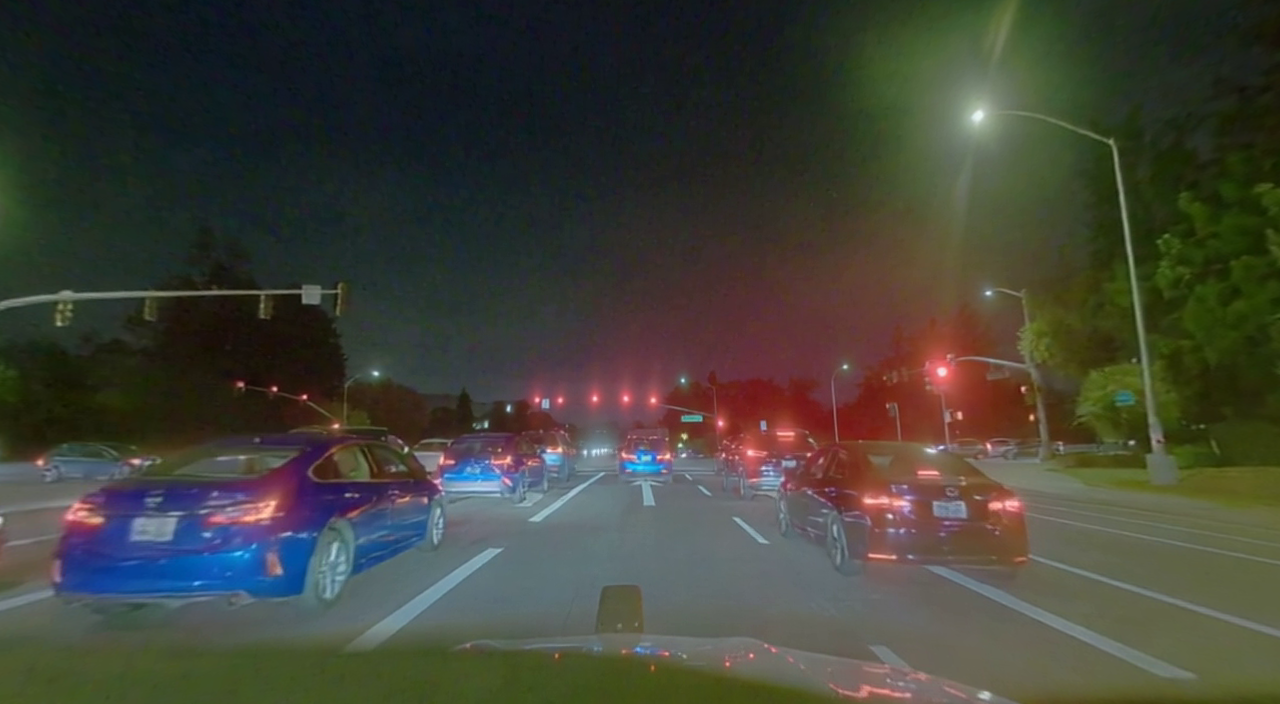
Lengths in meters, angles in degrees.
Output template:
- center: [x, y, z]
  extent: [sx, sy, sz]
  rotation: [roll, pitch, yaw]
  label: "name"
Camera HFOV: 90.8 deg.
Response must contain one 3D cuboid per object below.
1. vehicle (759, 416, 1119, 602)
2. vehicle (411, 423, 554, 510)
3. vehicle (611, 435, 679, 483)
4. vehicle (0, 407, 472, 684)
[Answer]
- center: [2.837, 1.609, 7.401]
  extent: [2.002, 1.474, 4.528]
  rotation: [0, -9, 0]
  label: "vehicle"
- center: [-3.351, 2.561, 14.519]
  extent: [2.034, 1.655, 4.465]
  rotation: [0, -9, 1]
  label: "vehicle"
- center: [0.135, 3.674, 21.884]
  extent: [2.114, 1.482, 4.056]
  rotation: [0, -9, -1]
  label: "vehicle"
- center: [-3.226, 1.388, 5.725]
  extent: [2.139, 1.478, 4.510]
  rotation: [0, -9, 0]
  label: "vehicle"
